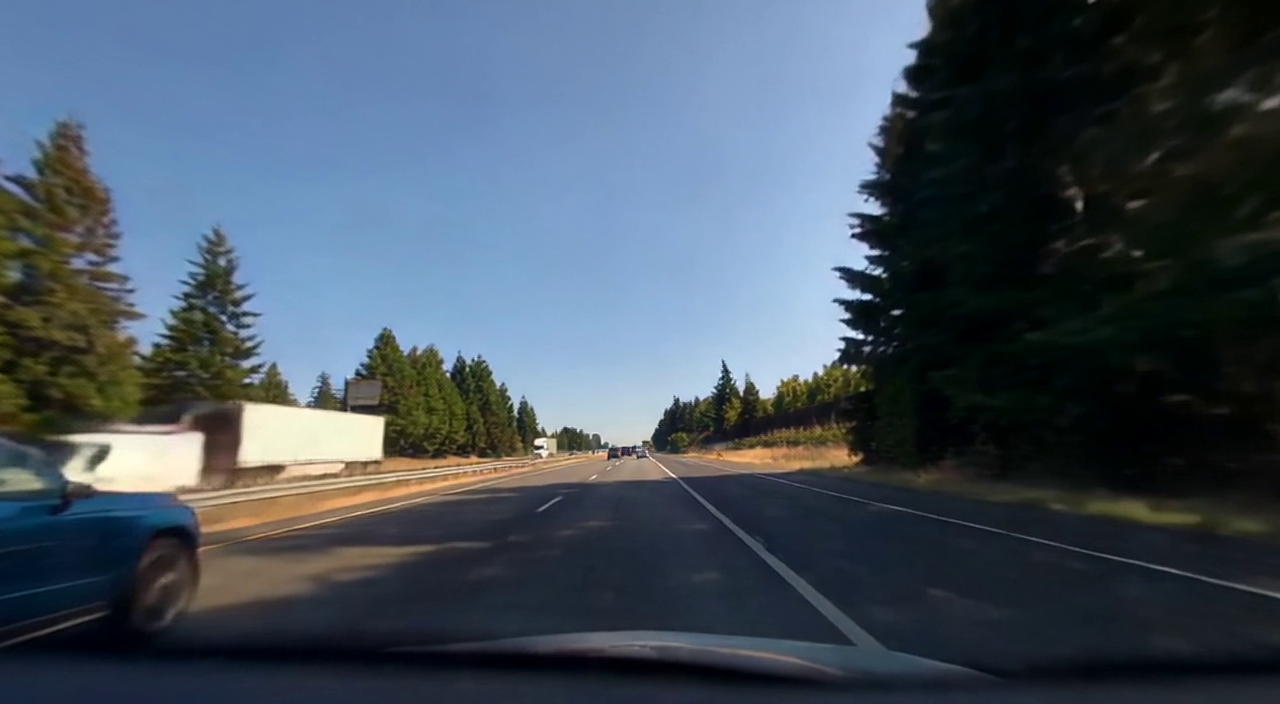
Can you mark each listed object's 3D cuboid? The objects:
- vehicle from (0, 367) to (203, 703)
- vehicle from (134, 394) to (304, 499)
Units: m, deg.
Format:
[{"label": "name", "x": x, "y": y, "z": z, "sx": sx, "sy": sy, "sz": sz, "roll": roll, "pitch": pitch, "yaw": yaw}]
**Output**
[{"label": "vehicle", "x": -4.330, "y": 0.821, "z": 2.330, "sx": 2.110, "sy": 1.727, "sz": 4.607, "roll": 0, "pitch": -9, "yaw": 0}, {"label": "vehicle", "x": -17.618, "y": 4.023, "z": 27.053, "sx": 3.013, "sy": 3.967, "sz": 5.891, "roll": 0, "pitch": -9, "yaw": 0}]
